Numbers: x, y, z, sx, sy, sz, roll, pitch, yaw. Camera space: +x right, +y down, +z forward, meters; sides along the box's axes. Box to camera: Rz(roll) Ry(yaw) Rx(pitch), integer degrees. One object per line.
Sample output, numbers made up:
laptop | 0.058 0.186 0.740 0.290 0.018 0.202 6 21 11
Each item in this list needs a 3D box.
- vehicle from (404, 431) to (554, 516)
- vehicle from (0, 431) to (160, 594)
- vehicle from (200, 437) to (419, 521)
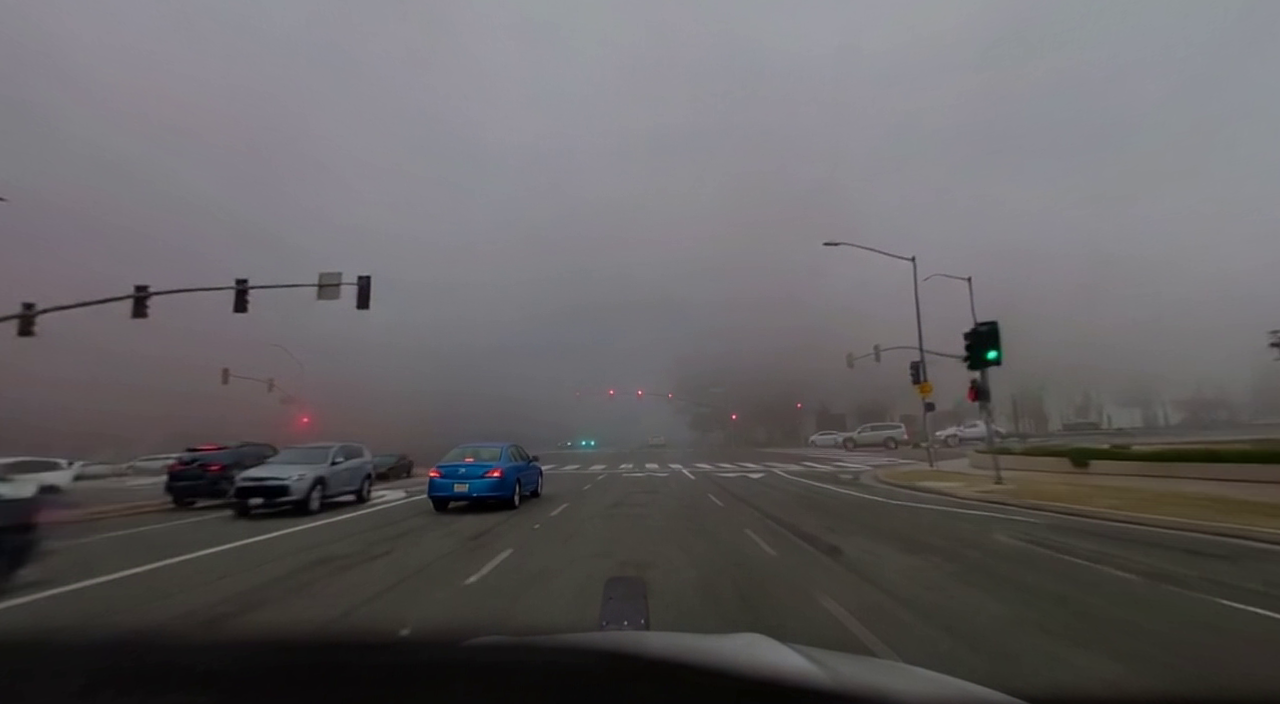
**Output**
vehicle | -3.161 2.487 13.417 1.924 1.480 4.421 -1 -8 2
vehicle | -6.818 1.406 5.300 2.006 1.461 4.476 -1 -8 0
vehicle | -6.790 2.640 13.720 2.133 1.485 4.681 -1 -8 2
